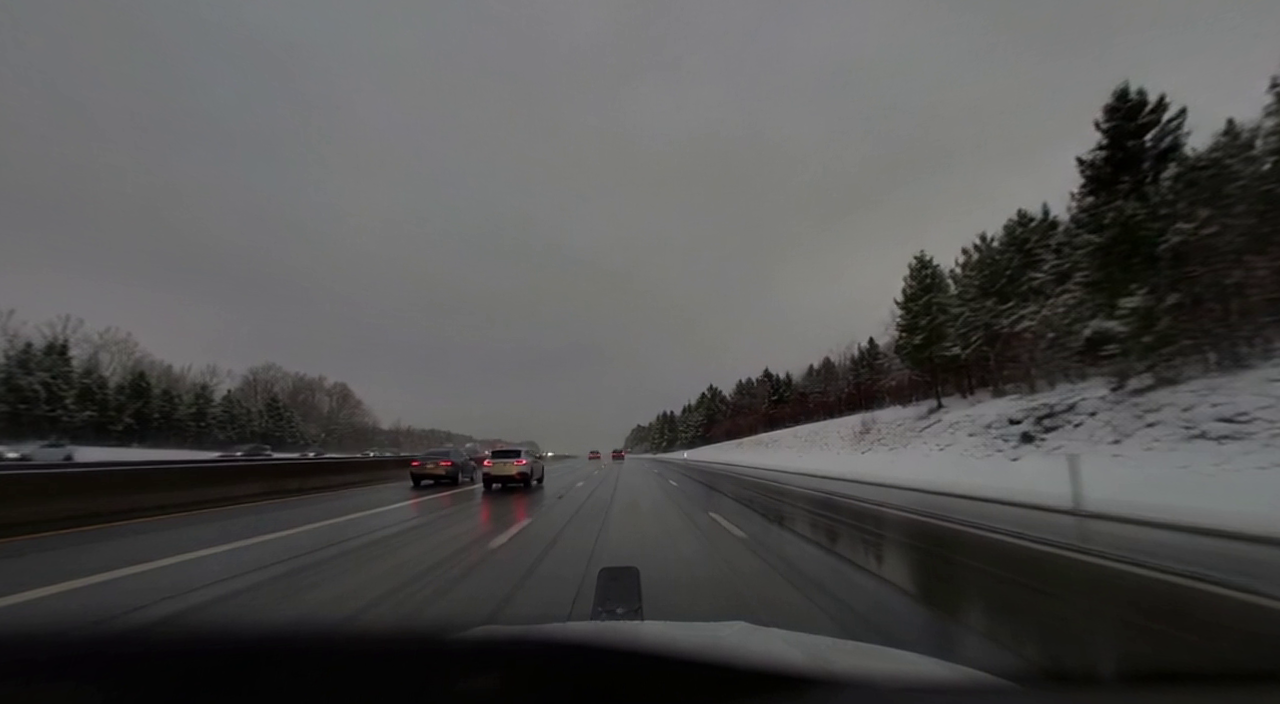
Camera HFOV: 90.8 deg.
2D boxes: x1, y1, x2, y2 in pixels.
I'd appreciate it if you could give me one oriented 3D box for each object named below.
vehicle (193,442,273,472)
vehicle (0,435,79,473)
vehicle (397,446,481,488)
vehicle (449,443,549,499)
[{"bbox_3d":[-25.306,6.532,39.501,1.938,1.683,4.633,0,-9,-1],"label":"vehicle"},{"bbox_3d":[-36.899,5.950,36.860,2.643,2.131,6.261,0,-9,-1],"label":"vehicle"},{"bbox_3d":[-7.916,4.554,25.297,2.023,1.519,4.150,0,-9,0],"label":"vehicle"},{"bbox_3d":[-4.192,3.622,19.636,2.073,1.516,4.478,0,-9,0],"label":"vehicle"}]
